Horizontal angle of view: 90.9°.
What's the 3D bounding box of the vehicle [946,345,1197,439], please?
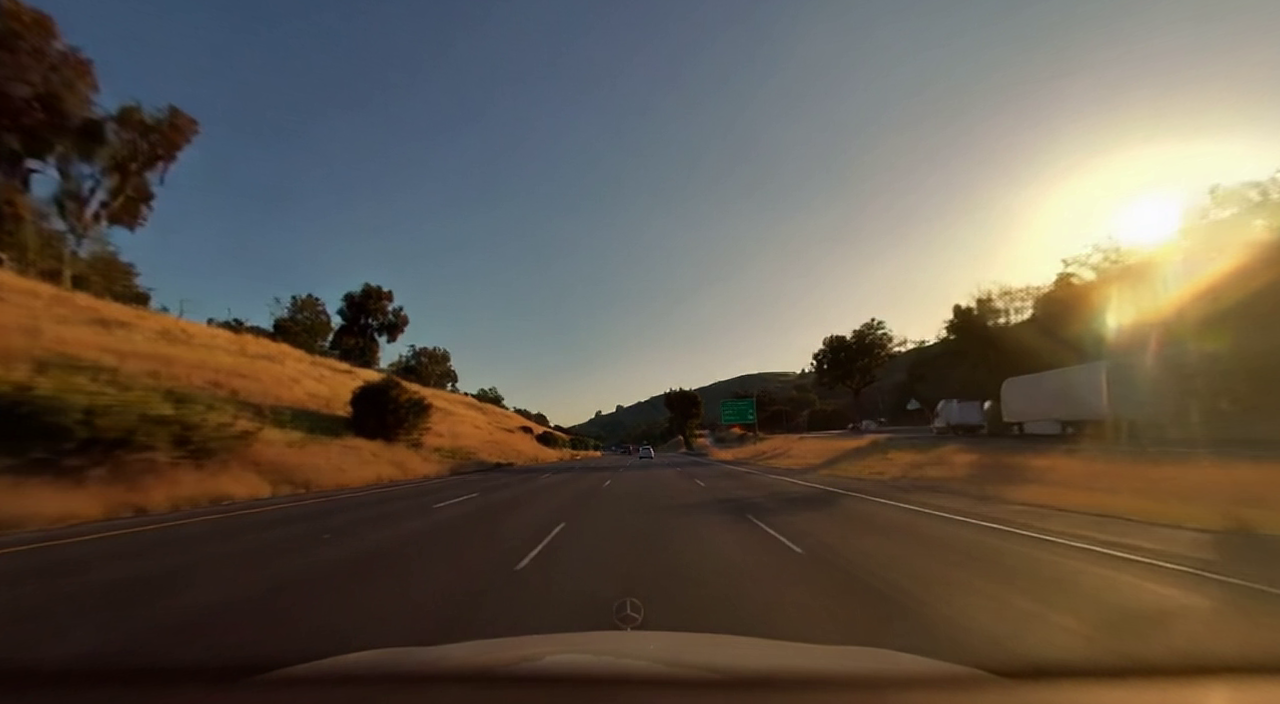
[{"bbox_3d":[23.579,2.962,37.006,2.978,4.245,16.936,0,-8,0],"label":"vehicle"}]
